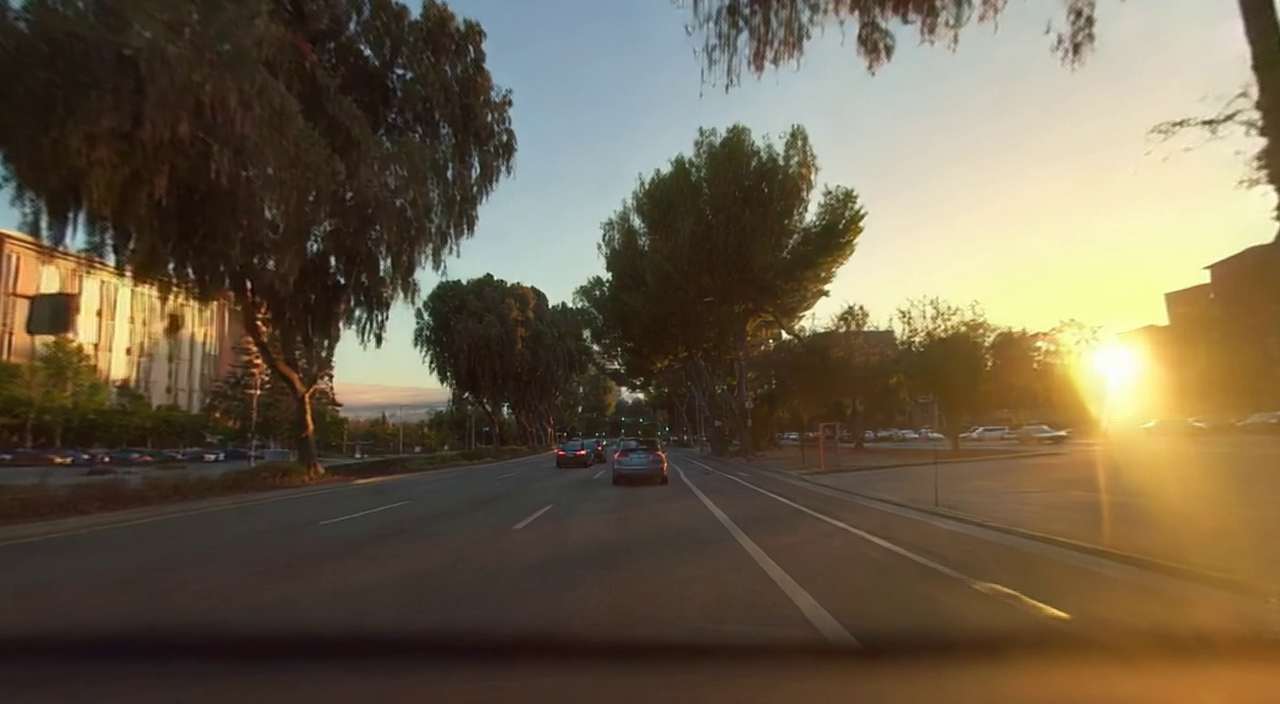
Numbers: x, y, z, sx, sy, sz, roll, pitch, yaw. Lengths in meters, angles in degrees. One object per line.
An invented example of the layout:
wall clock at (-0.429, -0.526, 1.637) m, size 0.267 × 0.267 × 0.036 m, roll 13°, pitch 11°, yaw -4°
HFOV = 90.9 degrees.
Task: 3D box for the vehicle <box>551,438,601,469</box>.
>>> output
vehicle at (-3.269, 5.344, 33.382) m, size 1.942 × 1.462 × 4.905 m, roll -1°, pitch -8°, yaw 2°

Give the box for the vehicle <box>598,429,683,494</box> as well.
vehicle at (0.023, 3.129, 18.344) m, size 2.199 × 1.652 × 4.101 m, roll 0°, pitch -8°, yaw 0°

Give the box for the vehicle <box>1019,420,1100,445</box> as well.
vehicle at (31.865, 6.163, 48.120) m, size 4.903 × 1.767 × 2.105 m, roll -5°, pitch -10°, yaw 31°

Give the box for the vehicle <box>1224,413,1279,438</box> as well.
vehicle at (45.077, 5.197, 44.760) m, size 4.851 × 1.673 × 1.912 m, roll -5°, pitch -10°, yaw 30°
